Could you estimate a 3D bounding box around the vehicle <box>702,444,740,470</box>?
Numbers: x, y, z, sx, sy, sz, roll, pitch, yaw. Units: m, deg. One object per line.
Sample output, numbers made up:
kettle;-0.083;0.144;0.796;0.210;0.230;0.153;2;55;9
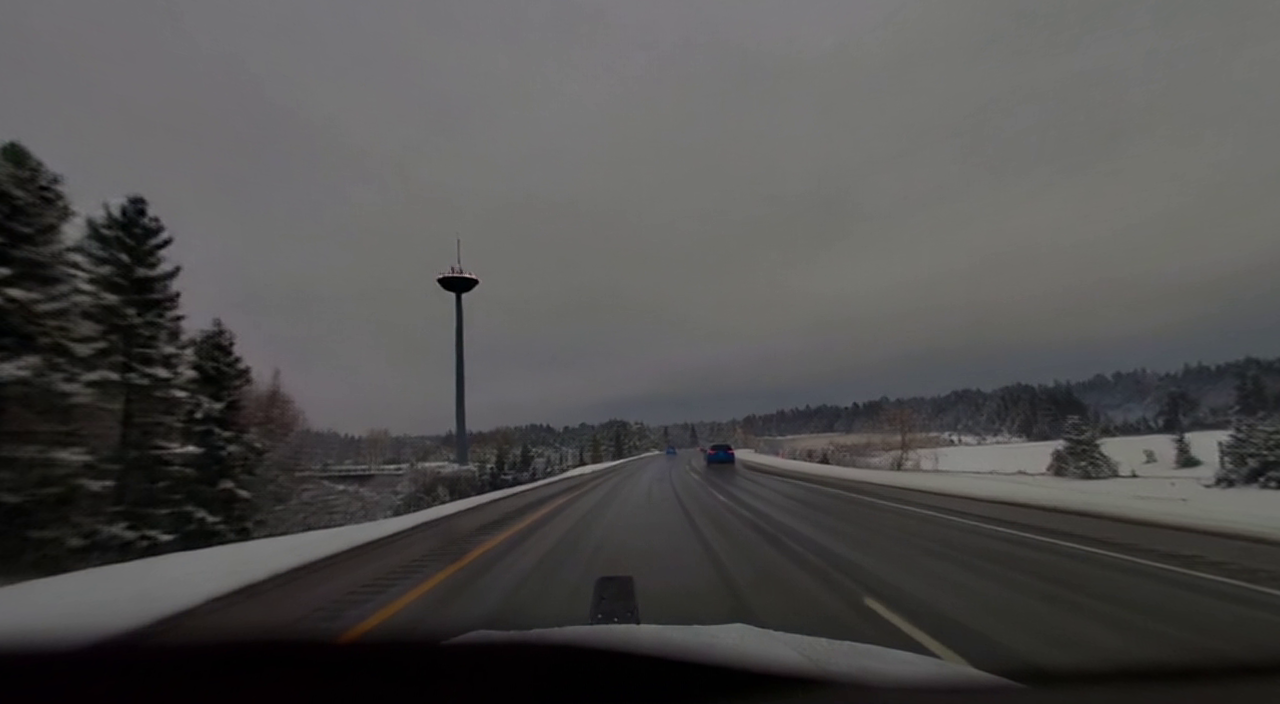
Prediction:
vehicle;5.069;6.599;39.976;2.030;1.526;4.165;0;-8;2
